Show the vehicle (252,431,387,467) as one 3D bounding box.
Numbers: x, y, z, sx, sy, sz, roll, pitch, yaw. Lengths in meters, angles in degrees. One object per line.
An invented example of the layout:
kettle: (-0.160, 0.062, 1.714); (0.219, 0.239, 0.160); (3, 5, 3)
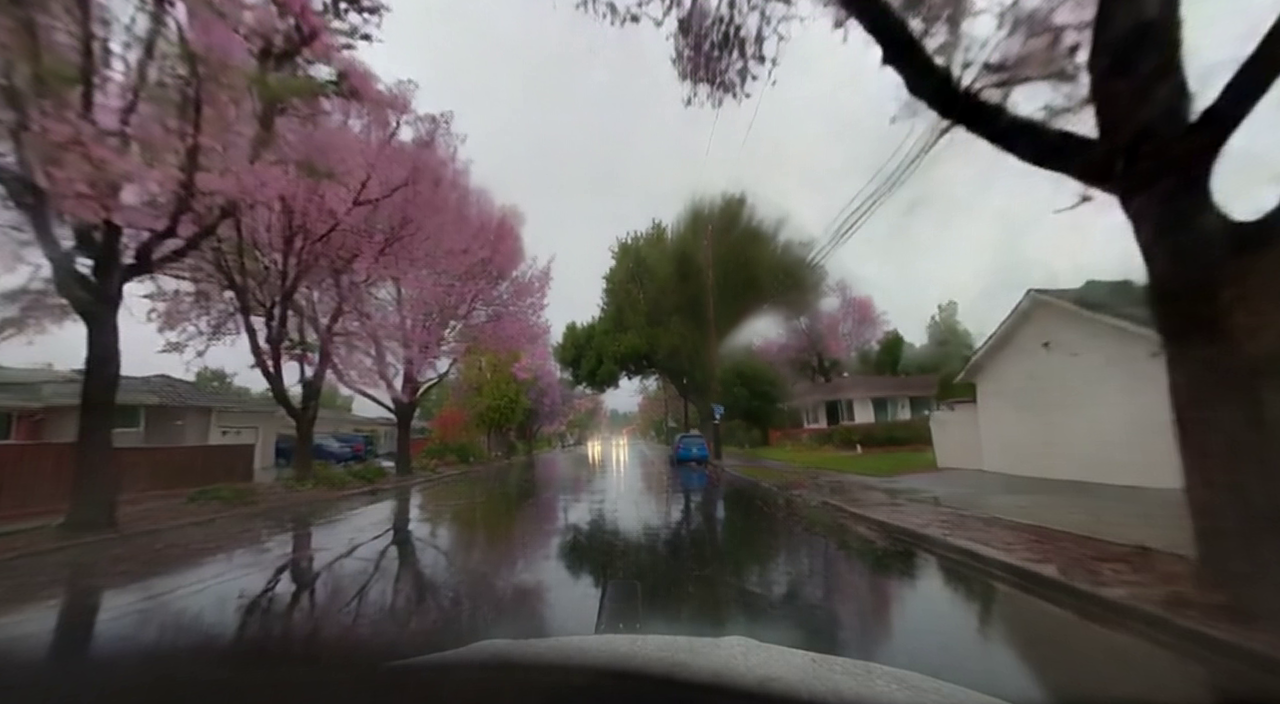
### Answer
vehicle: (-16.778, 5.094, 33.358); (5.902, 1.796, 2.183); (0, -7, -3)

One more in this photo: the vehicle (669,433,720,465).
vehicle: (2.606, 4.724, 31.190); (2.022, 1.455, 4.406); (0, -7, -1)
